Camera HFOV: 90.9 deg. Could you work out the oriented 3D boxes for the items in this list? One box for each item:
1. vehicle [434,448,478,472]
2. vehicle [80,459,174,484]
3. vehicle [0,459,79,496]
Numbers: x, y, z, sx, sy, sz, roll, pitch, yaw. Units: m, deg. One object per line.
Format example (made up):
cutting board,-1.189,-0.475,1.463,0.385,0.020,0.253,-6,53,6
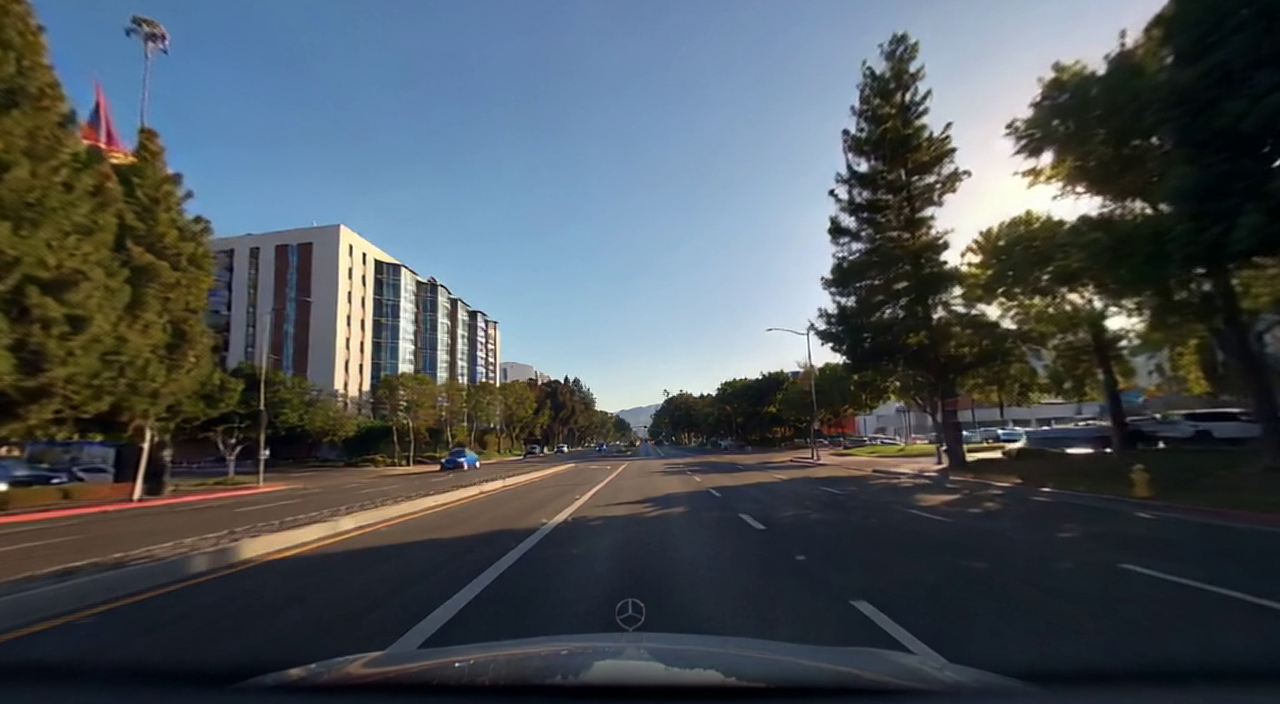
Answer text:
vehicle,-14.270,8.374,49.152,1.983,1.725,4.359,-1,-8,2
vehicle,-40.526,9.445,49.926,5.288,1.786,2.076,2,-9,-15
vehicle,-34.230,6.741,33.986,5.398,1.832,2.197,1,-8,-10
